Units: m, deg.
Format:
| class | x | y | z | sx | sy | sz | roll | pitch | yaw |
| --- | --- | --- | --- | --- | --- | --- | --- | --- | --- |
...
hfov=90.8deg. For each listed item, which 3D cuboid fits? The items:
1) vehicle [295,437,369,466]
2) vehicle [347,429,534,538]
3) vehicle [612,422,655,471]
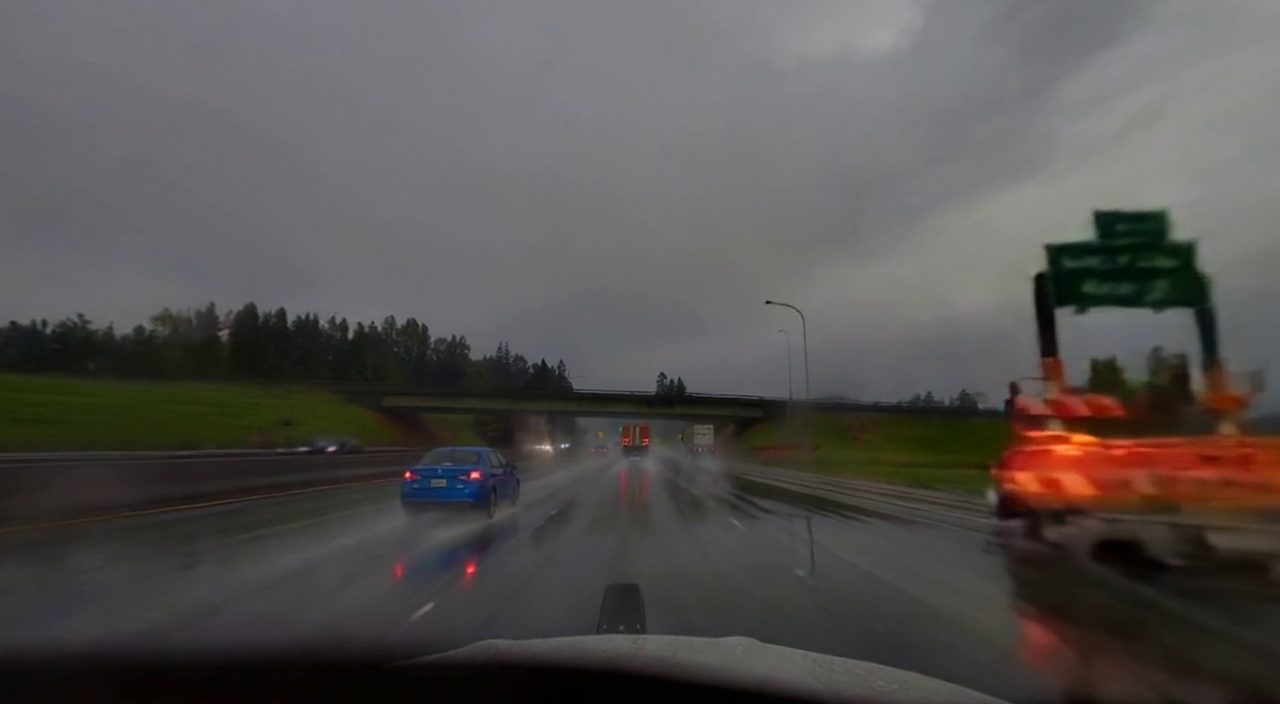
| class | x | y | z | sx | sy | sz | roll | pitch | yaw |
| --- | --- | --- | --- | --- | --- | --- | --- | --- | --- |
| vehicle | -16.560 | 5.361 | 34.181 | 1.737 | 1.456 | 4.422 | 0 | -8 | 1 |
| vehicle | -3.409 | 2.332 | 11.804 | 2.088 | 1.643 | 4.215 | 0 | -8 | 0 |
| vehicle | -0.467 | 6.453 | 43.259 | 2.672 | 3.056 | 6.900 | 0 | -8 | -1 |
